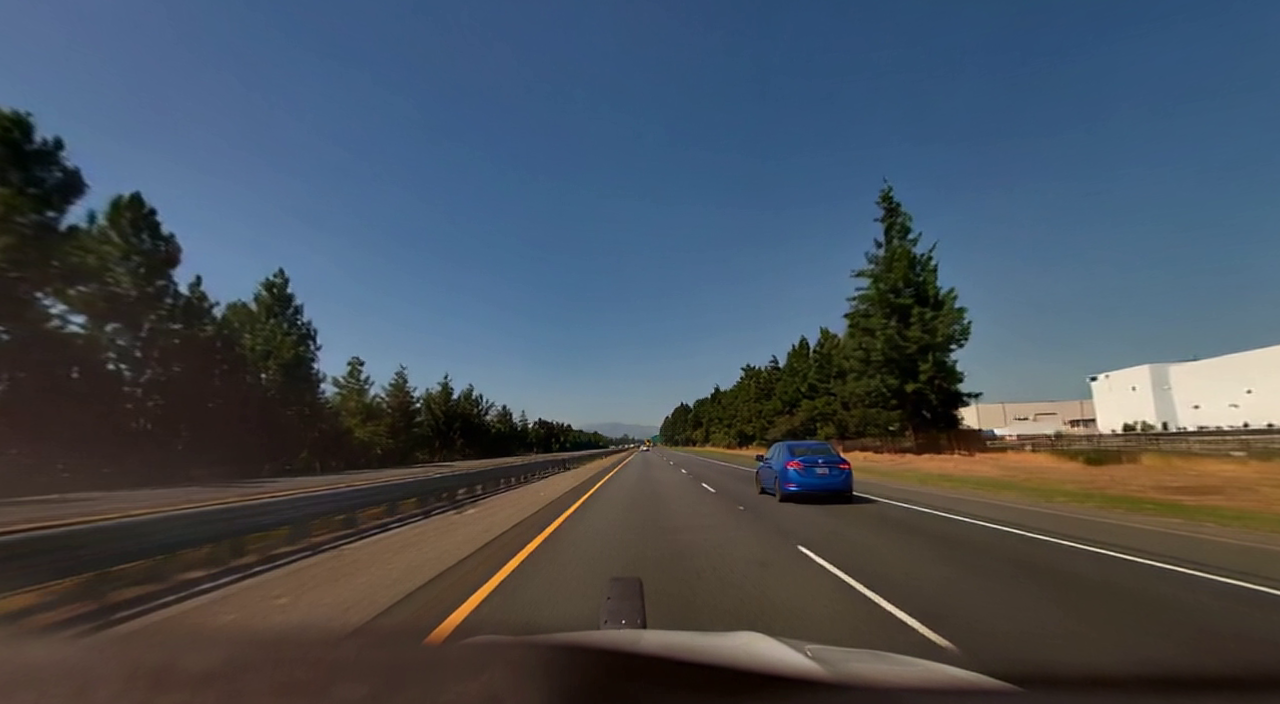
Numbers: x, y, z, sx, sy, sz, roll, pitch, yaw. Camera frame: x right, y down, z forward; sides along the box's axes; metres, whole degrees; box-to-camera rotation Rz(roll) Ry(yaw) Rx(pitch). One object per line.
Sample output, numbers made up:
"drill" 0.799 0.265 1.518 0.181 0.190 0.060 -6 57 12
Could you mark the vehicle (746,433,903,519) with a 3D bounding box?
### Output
"vehicle" 3.685 2.541 13.416 2.079 1.531 3.997 0 -8 0
